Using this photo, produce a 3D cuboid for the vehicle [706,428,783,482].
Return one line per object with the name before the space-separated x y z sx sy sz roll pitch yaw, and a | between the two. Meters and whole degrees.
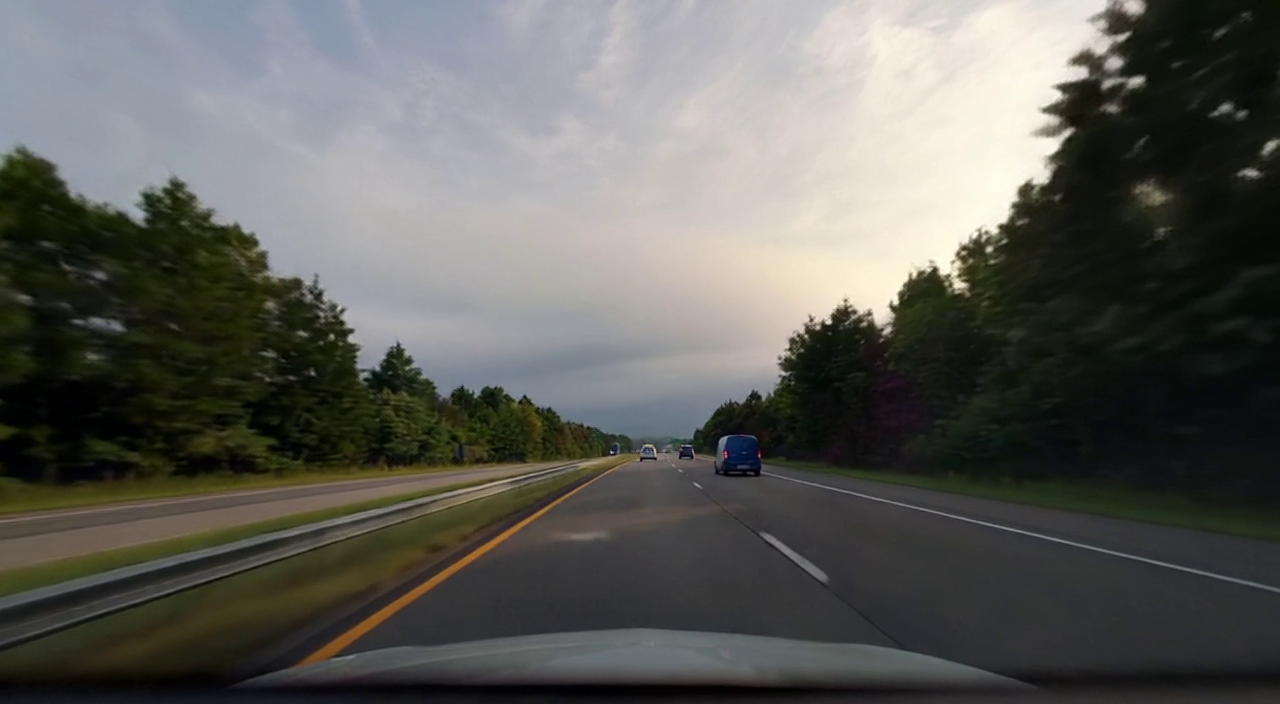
vehicle | 4.270 4.339 26.682 2.371 2.045 4.768 0 -9 -1
